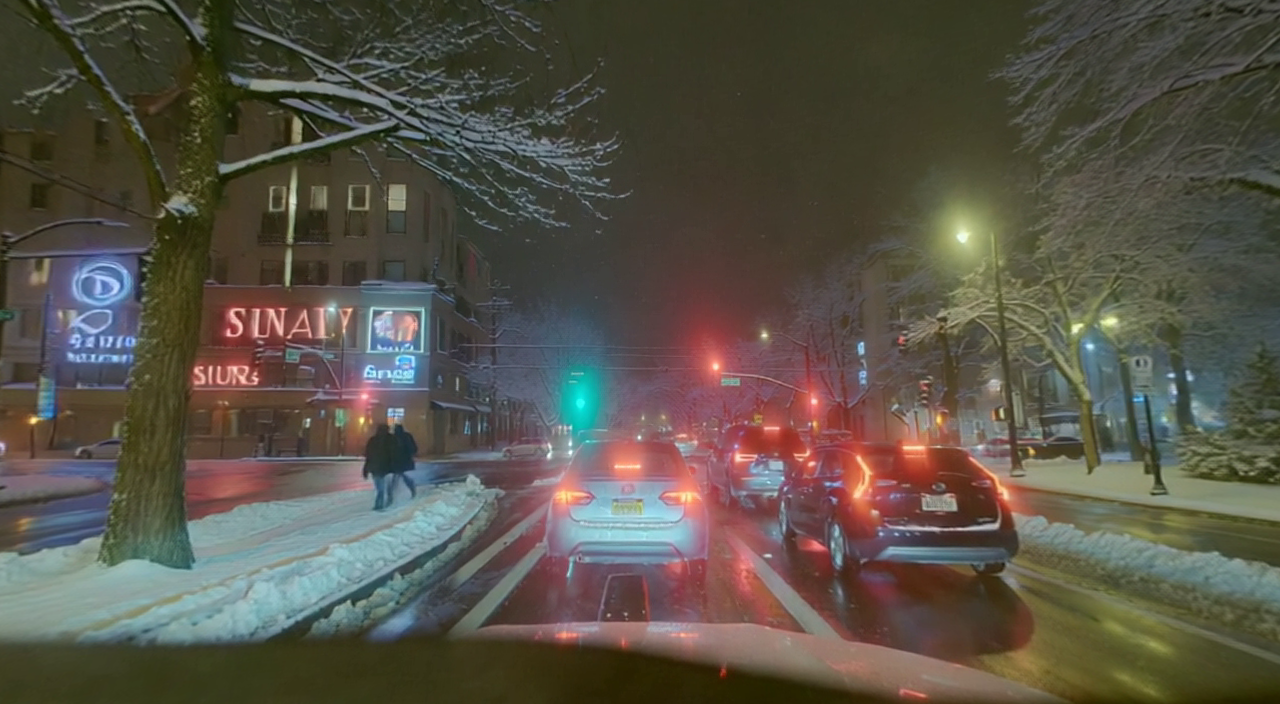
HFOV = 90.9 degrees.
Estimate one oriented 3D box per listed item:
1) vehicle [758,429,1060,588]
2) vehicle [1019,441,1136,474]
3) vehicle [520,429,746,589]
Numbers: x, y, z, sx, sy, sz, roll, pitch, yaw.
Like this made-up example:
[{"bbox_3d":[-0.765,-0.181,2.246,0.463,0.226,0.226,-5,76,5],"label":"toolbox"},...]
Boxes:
[{"bbox_3d":[2.901,1.769,8.024,1.893,1.446,4.270,0,-8,-1],"label":"vehicle"},{"bbox_3d":[23.063,5.571,33.362,4.610,1.622,1.934,-1,-8,4],"label":"vehicle"},{"bbox_3d":[-0.100,1.759,7.961,2.087,1.456,4.143,0,-8,-1],"label":"vehicle"}]
